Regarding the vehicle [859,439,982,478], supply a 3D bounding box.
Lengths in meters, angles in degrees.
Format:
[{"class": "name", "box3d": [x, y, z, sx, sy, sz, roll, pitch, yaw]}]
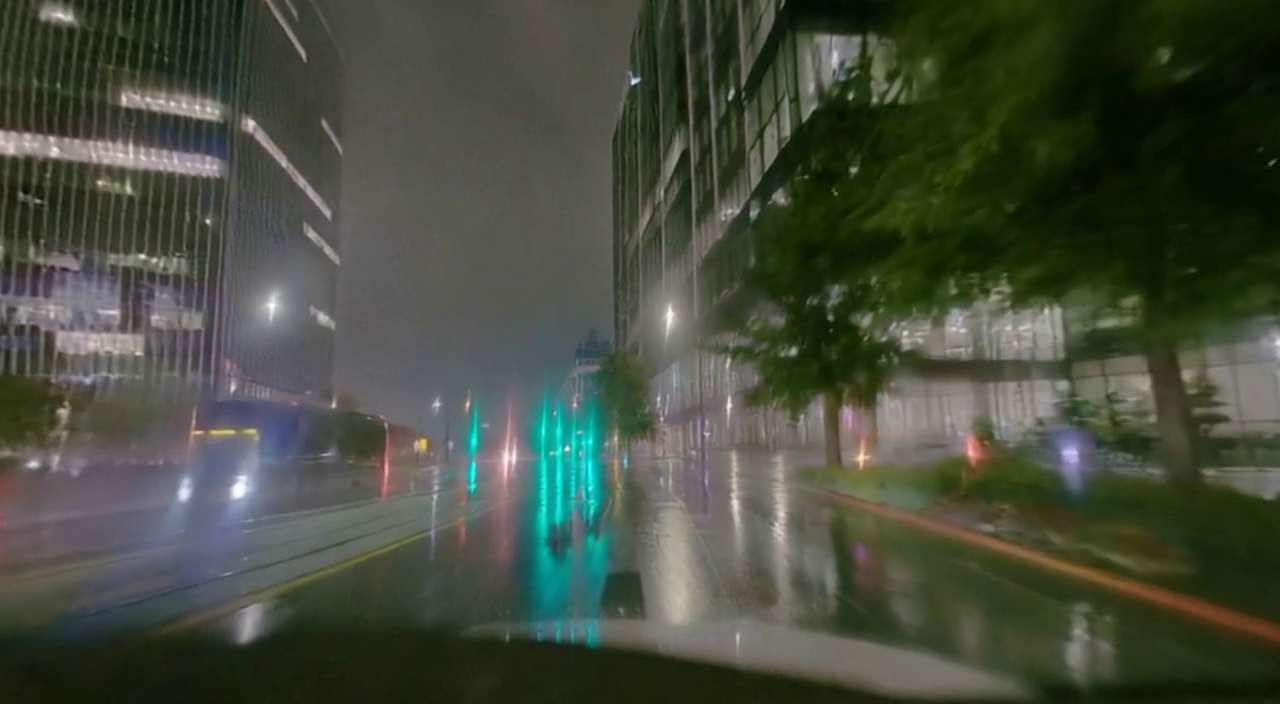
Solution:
[{"class": "vehicle", "box3d": [12.903, 4.934, 29.245, 4.728, 1.696, 1.973, 0, -9, 4]}]

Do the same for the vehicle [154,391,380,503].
[{"class": "vehicle", "box3d": [-14.372, 3.898, 25.970, 3.052, 3.601, 10.794, 1, -9, -2]}]
